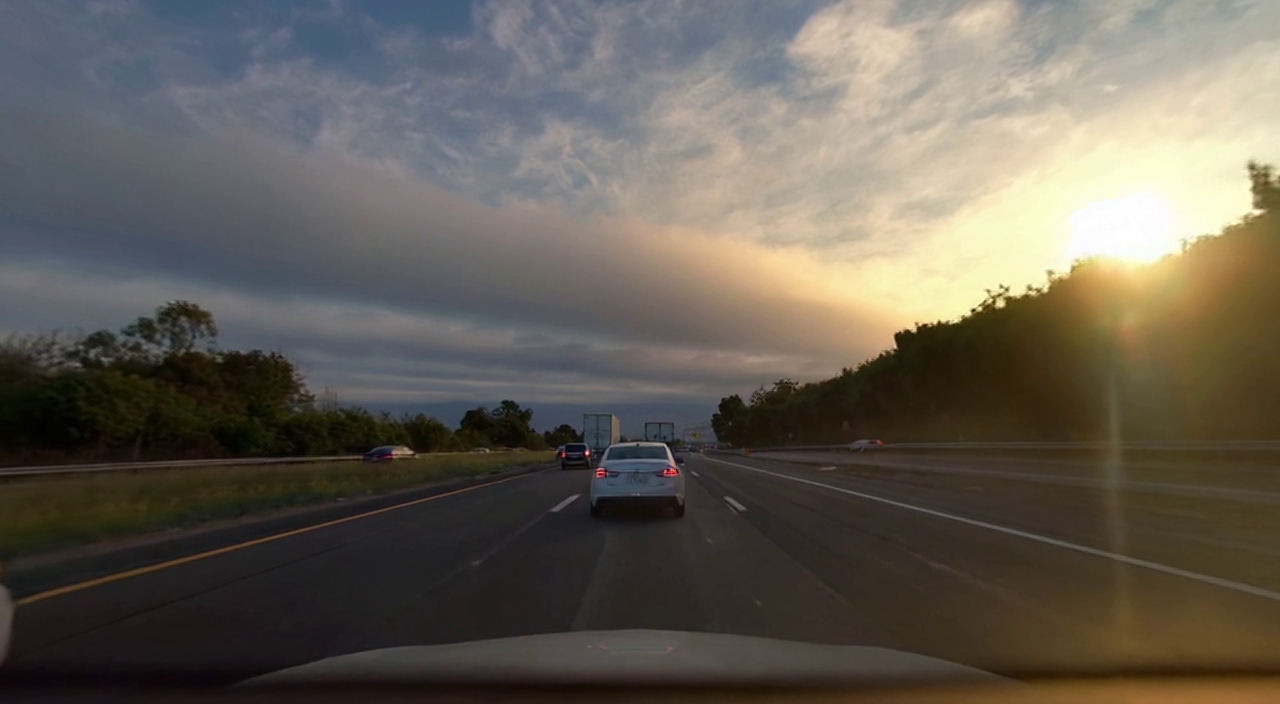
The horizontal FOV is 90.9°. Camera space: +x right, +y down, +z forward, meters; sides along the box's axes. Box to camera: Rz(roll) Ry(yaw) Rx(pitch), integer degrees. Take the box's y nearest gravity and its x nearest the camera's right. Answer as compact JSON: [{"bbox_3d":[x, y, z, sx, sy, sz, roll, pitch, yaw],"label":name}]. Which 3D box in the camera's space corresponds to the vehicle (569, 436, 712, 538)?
[{"bbox_3d":[-0.019,2.257,11.103,2.057,1.449,3.931,0,-9,-1],"label":"vehicle"}]
